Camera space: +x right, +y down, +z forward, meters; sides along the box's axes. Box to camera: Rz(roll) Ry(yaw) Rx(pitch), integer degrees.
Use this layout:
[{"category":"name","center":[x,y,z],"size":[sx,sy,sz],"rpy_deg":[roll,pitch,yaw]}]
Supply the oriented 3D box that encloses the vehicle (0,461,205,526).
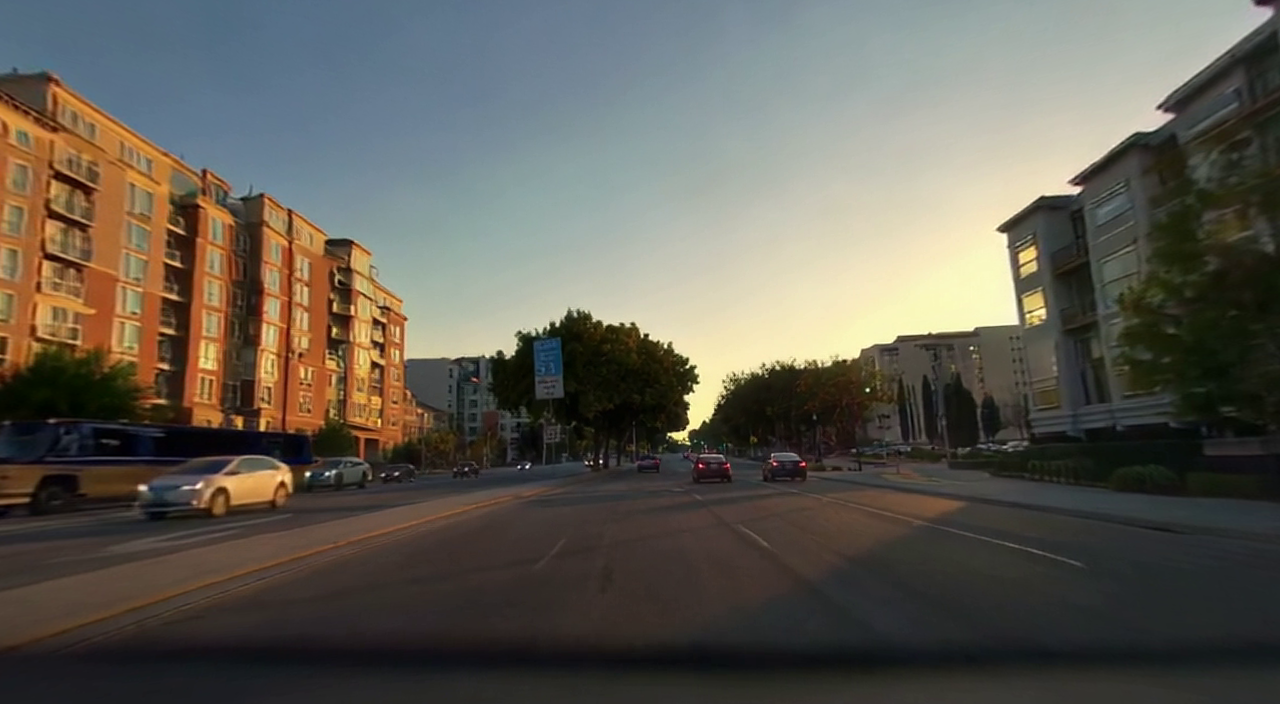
[{"category":"vehicle","center":[-14.915,3.894,17.899],"size":[1.918,1.485,4.412],"rpy_deg":[-1,-9,1]}]

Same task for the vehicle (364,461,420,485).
[{"category":"vehicle","center":[-17.185,8.395,44.019],"size":[1.804,1.421,4.659],"rpy_deg":[-1,-9,3]}]

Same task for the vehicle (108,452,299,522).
[{"category":"vehicle","center":[-11.535,3.545,17.165],"size":[1.919,1.602,4.346],"rpy_deg":[-1,-9,3]}]

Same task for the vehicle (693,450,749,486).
[{"category":"vehicle","center":[3.660,5.330,29.328],"size":[2.020,1.479,4.650],"rpy_deg":[0,-9,0]}]

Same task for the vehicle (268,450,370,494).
[{"category":"vehicle","center":[-14.503,5.427,28.905],"size":[2.024,1.798,4.588],"rpy_deg":[-1,-9,3]}]

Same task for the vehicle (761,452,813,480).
[{"category":"vehicle","center":[8.180,6.332,35.443],"size":[1.932,1.439,4.159],"rpy_deg":[0,-9,0]}]
